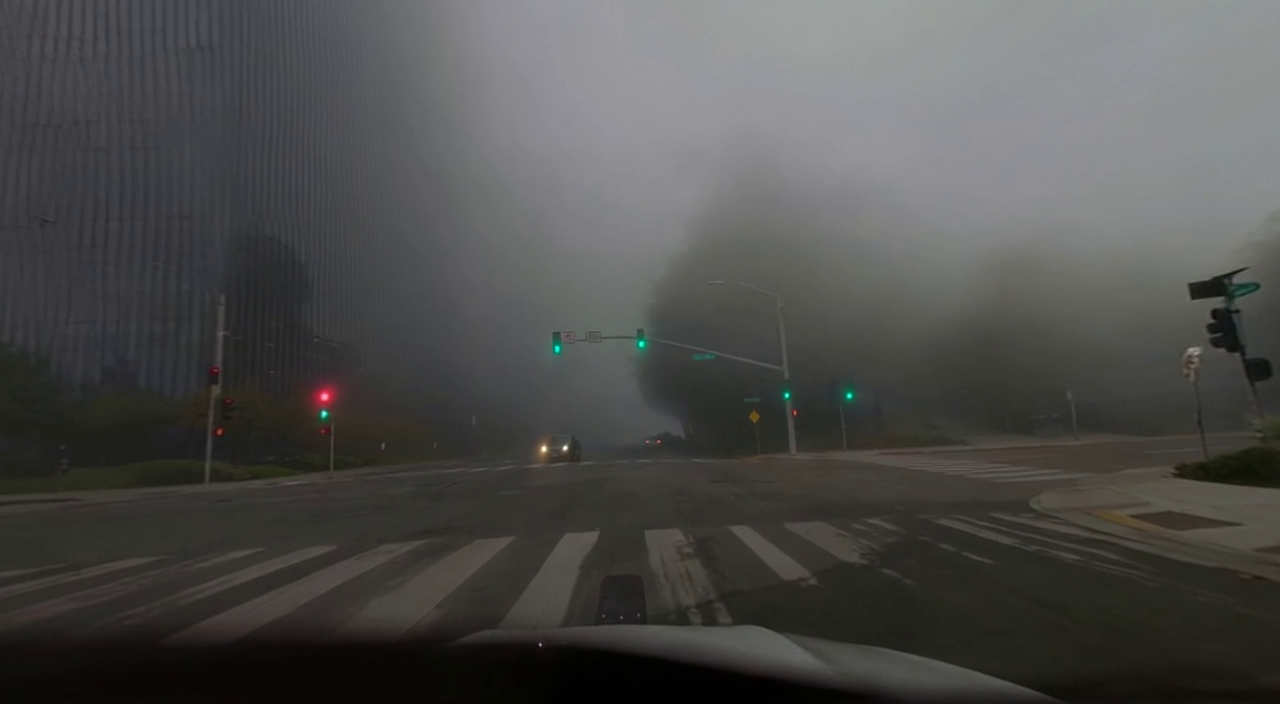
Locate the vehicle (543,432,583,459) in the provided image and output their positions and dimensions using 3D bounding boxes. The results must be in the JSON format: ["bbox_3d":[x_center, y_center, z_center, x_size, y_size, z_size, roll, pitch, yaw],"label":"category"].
[{"bbox_3d":[-4.921,6.051,40.886,1.988,1.666,4.074,0,-8,1],"label":"vehicle"}]
